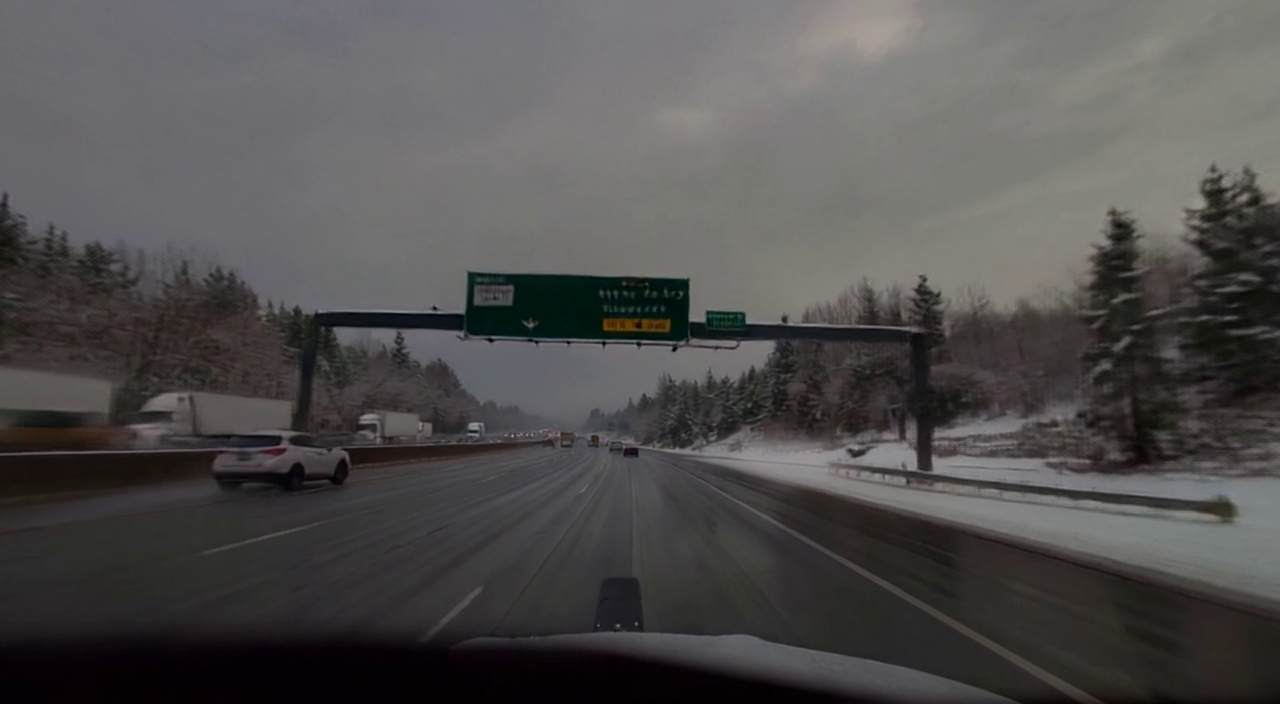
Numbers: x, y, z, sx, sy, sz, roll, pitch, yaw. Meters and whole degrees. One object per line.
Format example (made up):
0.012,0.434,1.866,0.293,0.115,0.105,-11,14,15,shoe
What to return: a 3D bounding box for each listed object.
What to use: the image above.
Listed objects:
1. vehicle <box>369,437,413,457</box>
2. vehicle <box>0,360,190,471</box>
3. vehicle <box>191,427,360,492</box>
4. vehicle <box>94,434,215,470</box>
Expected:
-18.423,7.047,46.802,1.833,1.439,3.471,0,-8,-1,vehicle
-25.177,2.734,26.084,2.859,4.057,14.449,0,-8,-2,vehicle
-10.574,3.124,18.859,2.197,1.654,4.823,0,-8,-1,vehicle
-21.593,4.436,28.319,2.076,1.446,4.276,0,-8,-1,vehicle
